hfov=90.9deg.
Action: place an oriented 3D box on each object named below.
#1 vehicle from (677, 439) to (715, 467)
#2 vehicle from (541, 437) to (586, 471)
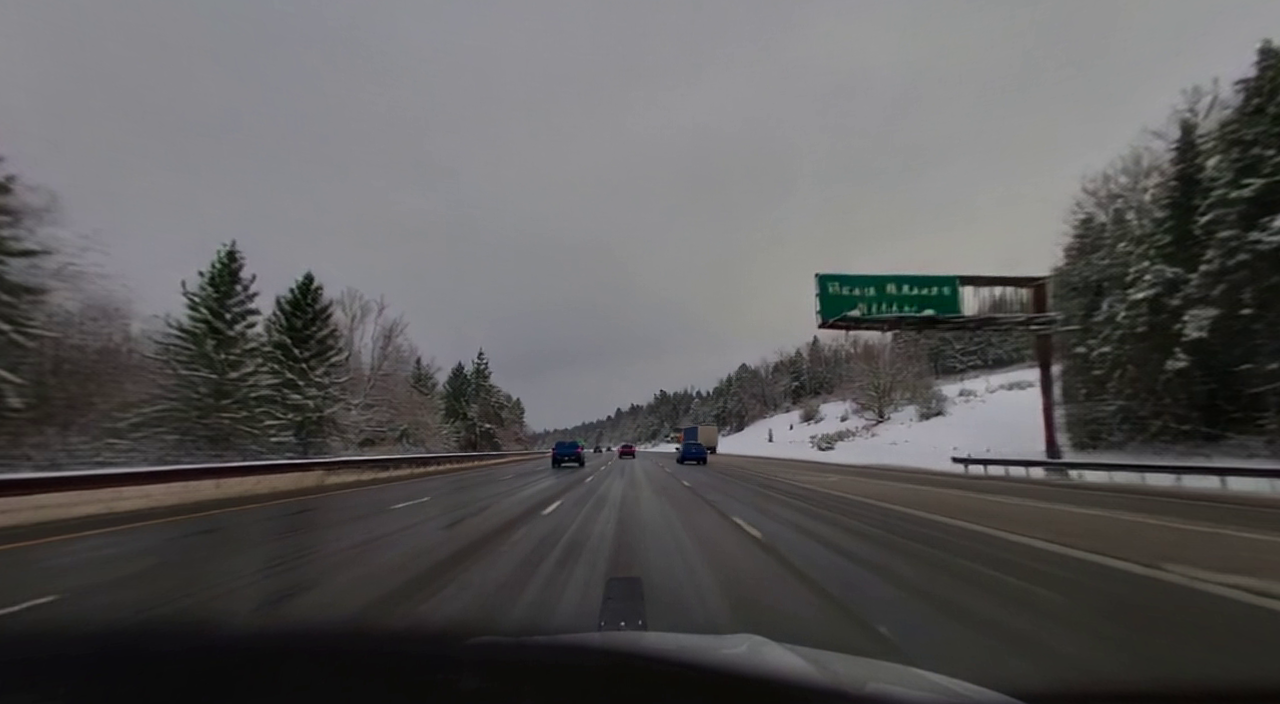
[{"bbox_3d":[3.589,6.549,41.230,1.995,1.712,4.206,0,-8,-2],"label":"vehicle"},{"bbox_3d":[-4.398,5.913,36.869,2.120,1.855,4.619,0,-8,-1],"label":"vehicle"}]
